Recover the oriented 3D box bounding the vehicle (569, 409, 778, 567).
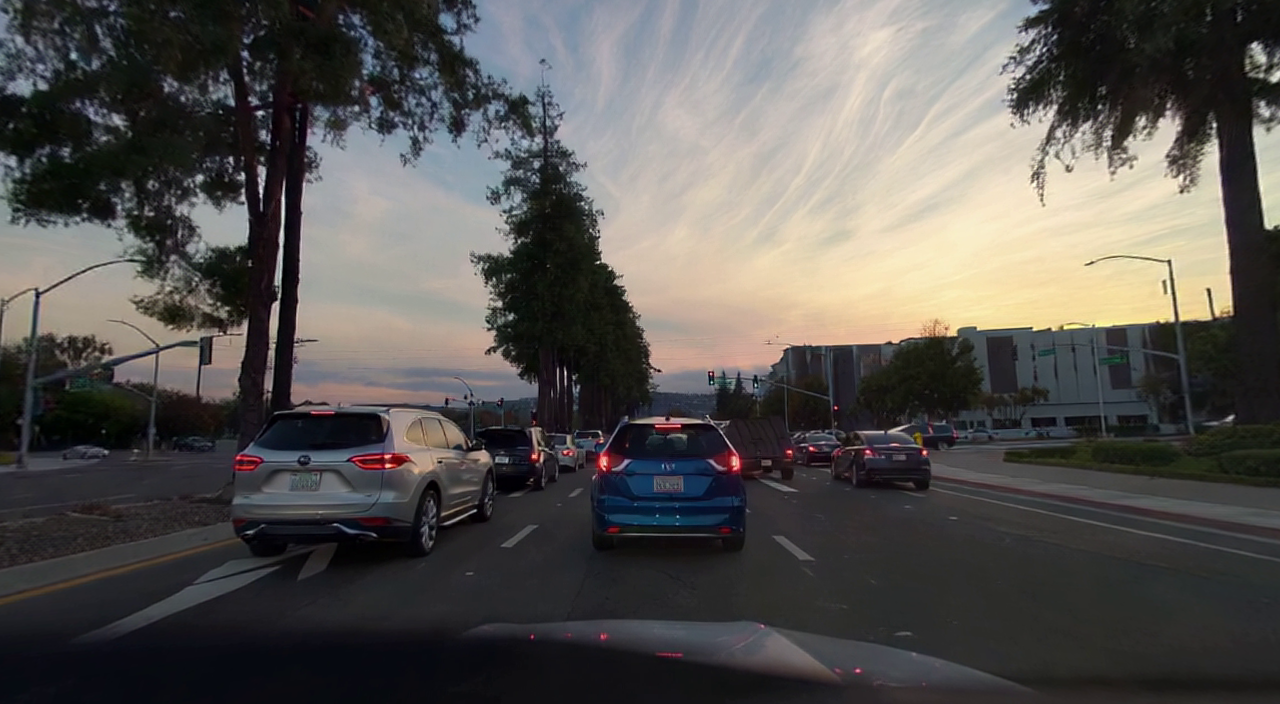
[{"bbox_3d":[0.381,1.746,8.777,2.189,1.649,4.171,0,-8,1],"label":"vehicle"}]

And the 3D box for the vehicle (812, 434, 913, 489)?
[{"bbox_3d":[7.188,3.554,20.816,2.067,1.599,4.251,-1,-8,5],"label":"vehicle"}]

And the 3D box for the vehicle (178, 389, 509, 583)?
[{"bbox_3d":[-3.249,1.578,8.180,2.085,1.812,4.388,0,-8,1],"label":"vehicle"}]
